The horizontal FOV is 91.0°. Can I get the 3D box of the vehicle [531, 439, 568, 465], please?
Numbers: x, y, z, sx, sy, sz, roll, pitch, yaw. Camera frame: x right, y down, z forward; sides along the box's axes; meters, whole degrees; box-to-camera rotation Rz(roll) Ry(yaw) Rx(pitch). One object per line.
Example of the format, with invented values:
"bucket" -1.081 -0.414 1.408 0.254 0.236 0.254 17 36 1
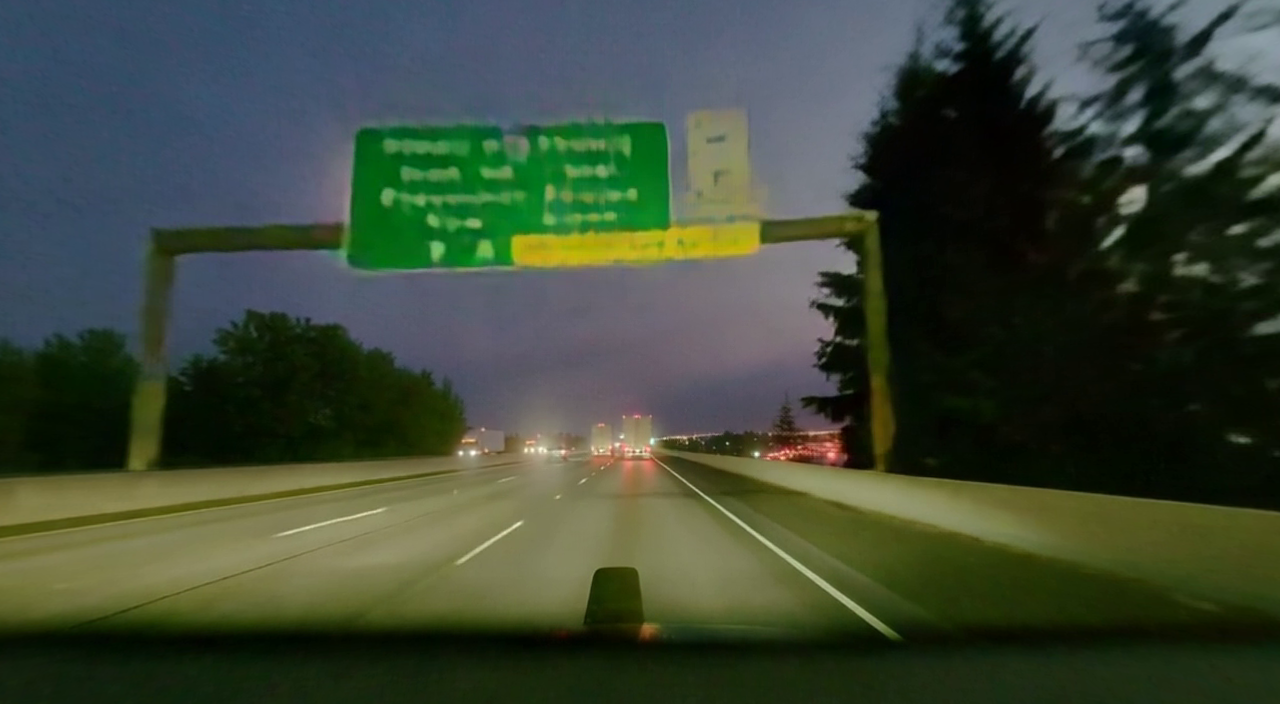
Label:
"vehicle" -6.707 7.431 47.205 2.127 1.839 4.984 0 -8 -1
